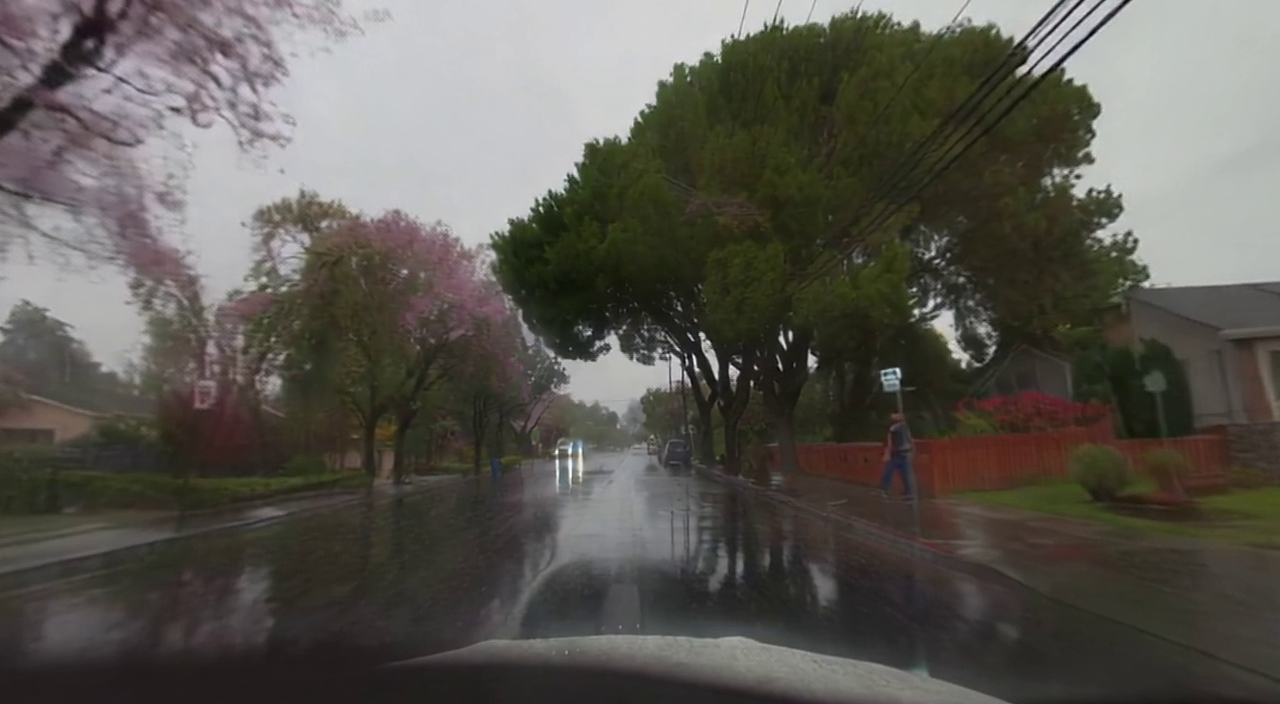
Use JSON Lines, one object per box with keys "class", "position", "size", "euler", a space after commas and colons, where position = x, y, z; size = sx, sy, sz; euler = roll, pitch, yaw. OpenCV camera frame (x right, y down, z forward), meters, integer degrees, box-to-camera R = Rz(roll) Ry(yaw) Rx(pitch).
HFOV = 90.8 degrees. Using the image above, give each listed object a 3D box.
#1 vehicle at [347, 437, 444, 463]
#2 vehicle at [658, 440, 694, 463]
{"class": "vehicle", "position": [-17.211, 6.897, 44.664], "size": [5.902, 1.796, 2.183], "euler": [0, -8, -2]}
{"class": "vehicle", "position": [2.352, 6.670, 42.603], "size": [2.022, 1.455, 4.406], "euler": [0, -8, -2]}
